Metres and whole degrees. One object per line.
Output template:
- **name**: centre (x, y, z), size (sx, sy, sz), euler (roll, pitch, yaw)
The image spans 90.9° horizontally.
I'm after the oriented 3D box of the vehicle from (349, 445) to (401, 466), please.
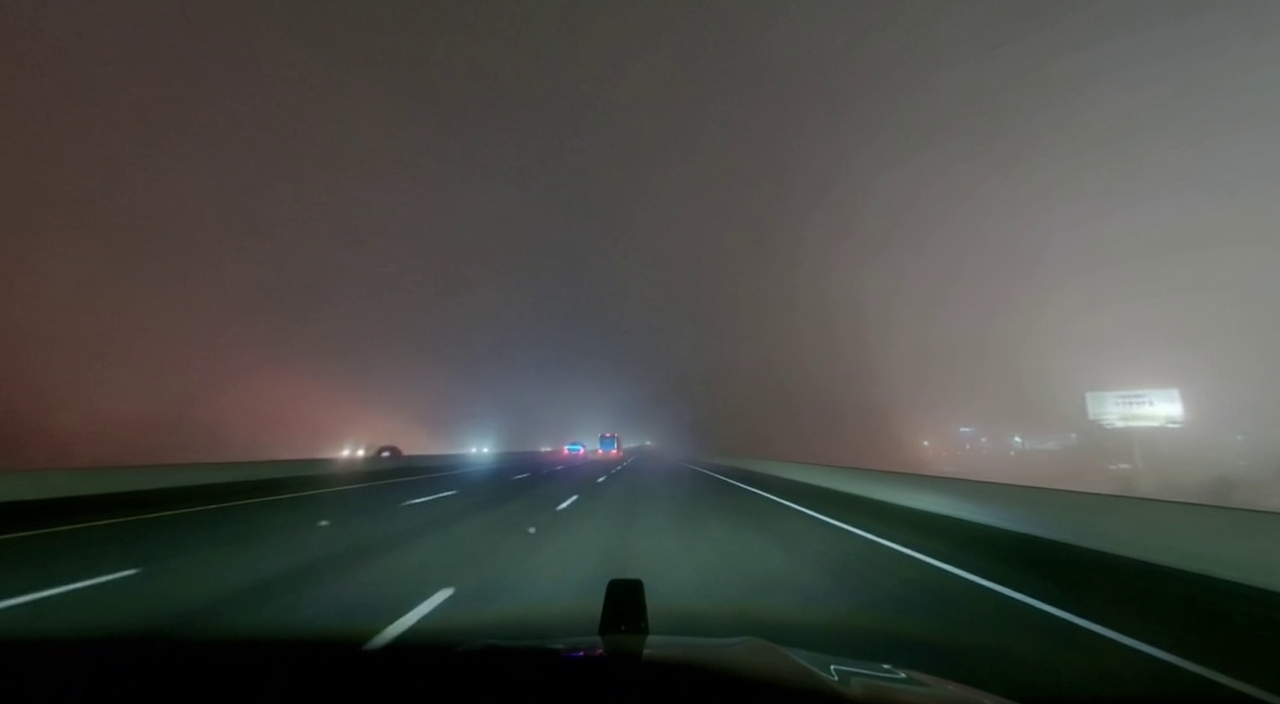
- **vehicle**: centre (-18.823, 7.349, 44.939), size (2.027, 1.411, 3.768), euler (0, -8, 2)
